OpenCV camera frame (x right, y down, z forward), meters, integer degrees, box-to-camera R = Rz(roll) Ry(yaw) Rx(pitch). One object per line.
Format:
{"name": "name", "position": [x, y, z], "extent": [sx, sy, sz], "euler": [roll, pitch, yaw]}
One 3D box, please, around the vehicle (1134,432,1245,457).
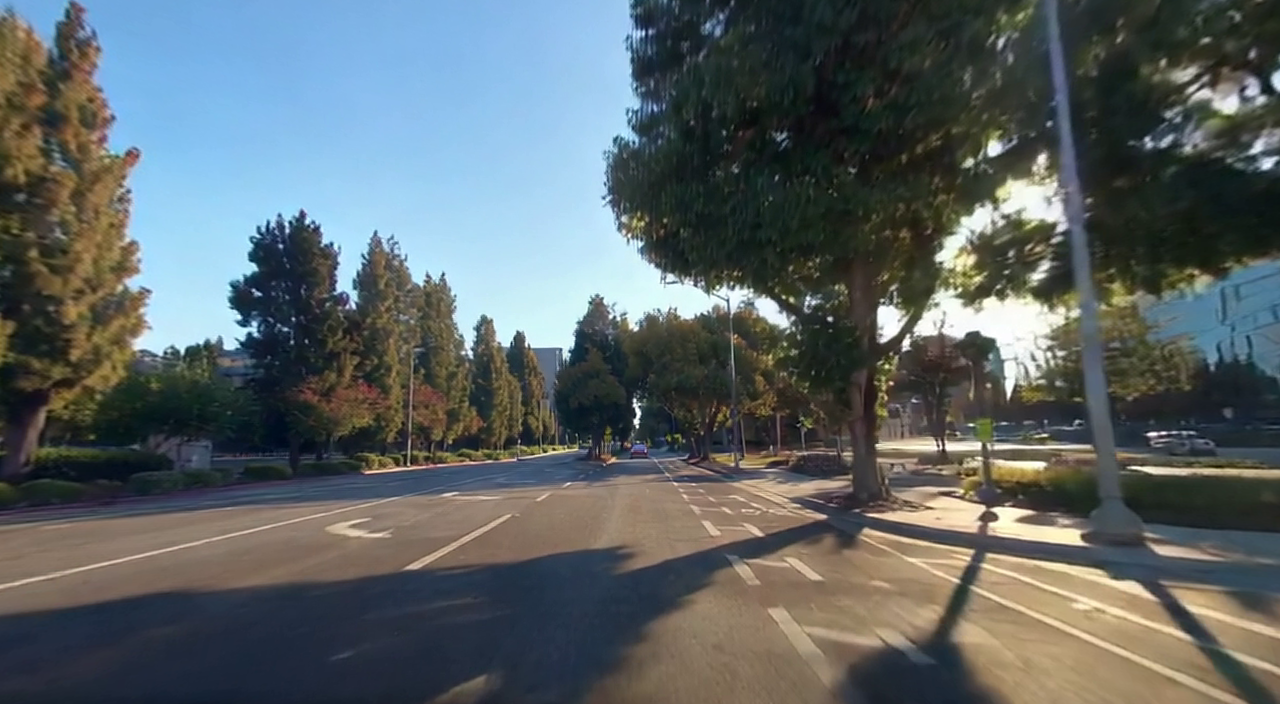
{"name": "vehicle", "position": [33.427, 5.650, 38.530], "extent": [4.864, 1.474, 1.871], "euler": [0, -8, 2]}
